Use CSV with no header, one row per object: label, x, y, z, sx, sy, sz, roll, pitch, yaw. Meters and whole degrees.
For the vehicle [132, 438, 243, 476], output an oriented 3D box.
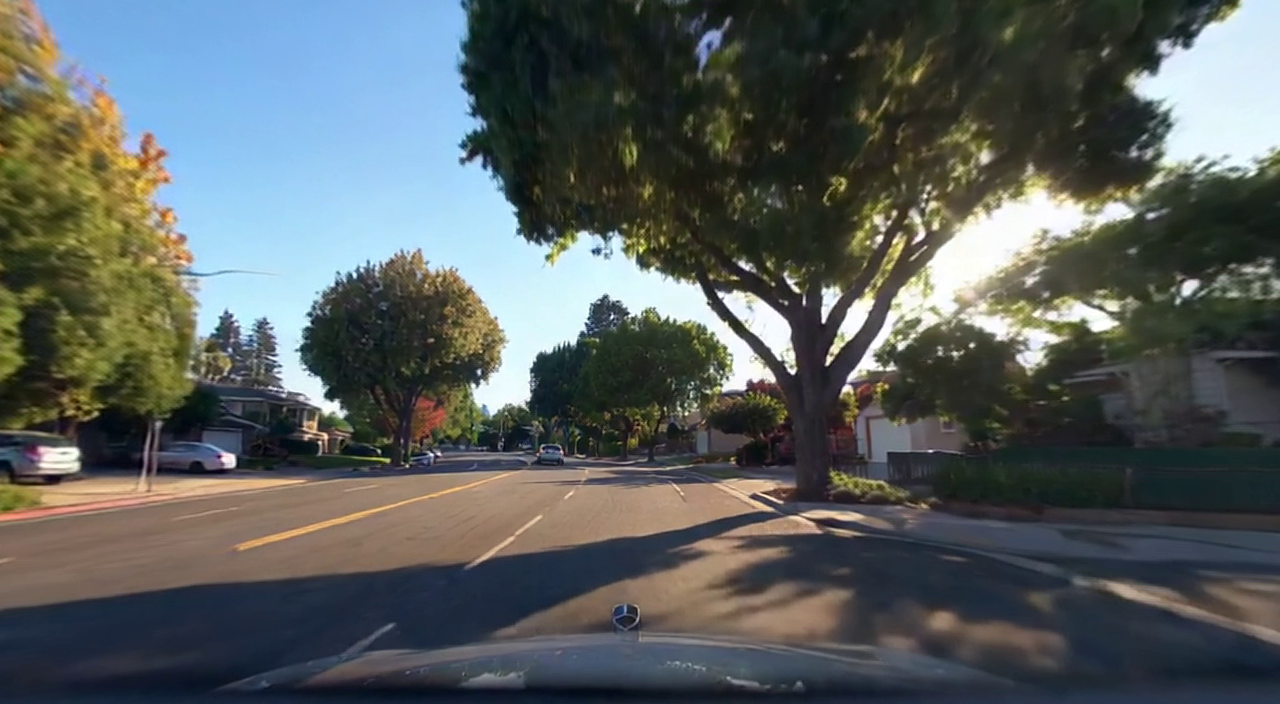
vehicle,-21.958,5.095,30.788,3.832,1.683,1.877,2,-9,-7
